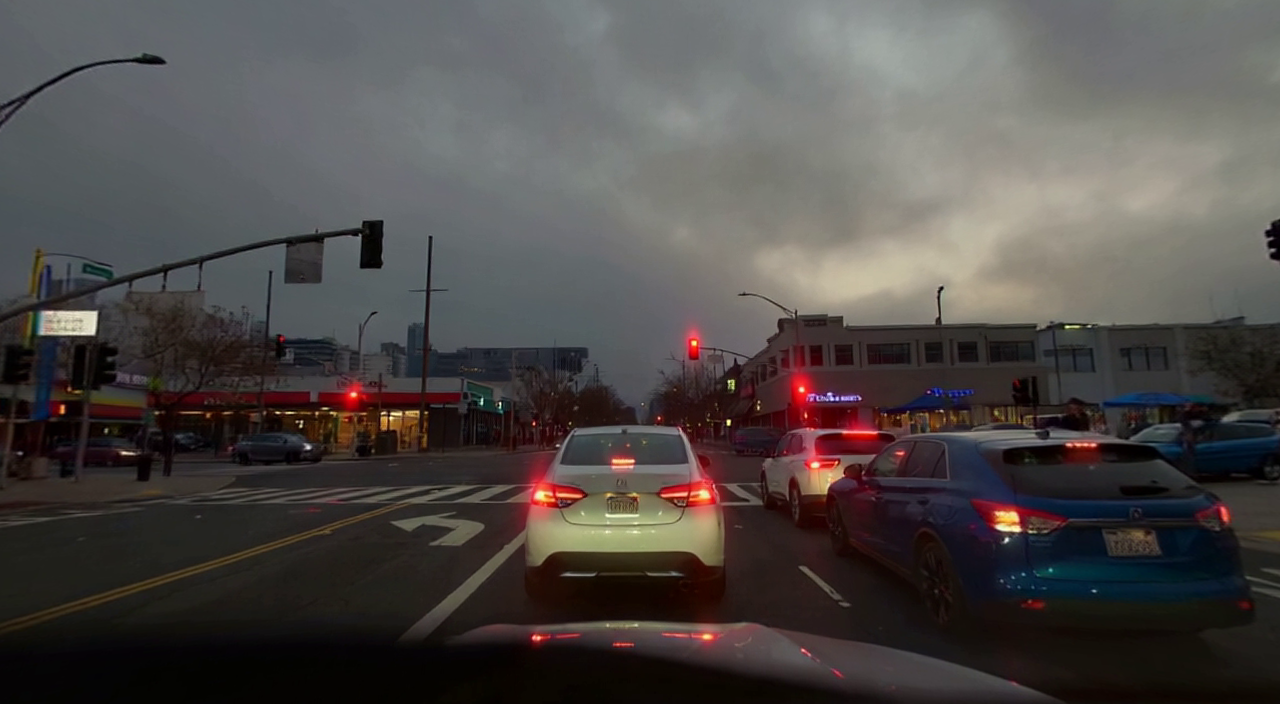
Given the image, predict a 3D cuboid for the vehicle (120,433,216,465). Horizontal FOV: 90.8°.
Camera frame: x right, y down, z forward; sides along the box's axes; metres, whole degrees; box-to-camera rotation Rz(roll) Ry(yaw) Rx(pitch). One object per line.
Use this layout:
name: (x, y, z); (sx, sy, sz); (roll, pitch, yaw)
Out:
vehicle: (-25.384, 5.215, 33.989); (4.253, 1.570, 2.132); (-4, -9, 23)

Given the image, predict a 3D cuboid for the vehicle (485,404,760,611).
vehicle: (-0.132, 1.551, 7.312); (2.123, 1.589, 4.702); (0, -8, 0)

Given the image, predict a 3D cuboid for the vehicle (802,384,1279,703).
vehicle: (3.033, 1.311, 5.465); (1.983, 1.654, 4.354); (0, -8, -2)

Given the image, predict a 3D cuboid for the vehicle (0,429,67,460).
vehicle: (-34.556, 5.178, 35.390); (4.164, 1.652, 2.087); (-4, -9, 26)
